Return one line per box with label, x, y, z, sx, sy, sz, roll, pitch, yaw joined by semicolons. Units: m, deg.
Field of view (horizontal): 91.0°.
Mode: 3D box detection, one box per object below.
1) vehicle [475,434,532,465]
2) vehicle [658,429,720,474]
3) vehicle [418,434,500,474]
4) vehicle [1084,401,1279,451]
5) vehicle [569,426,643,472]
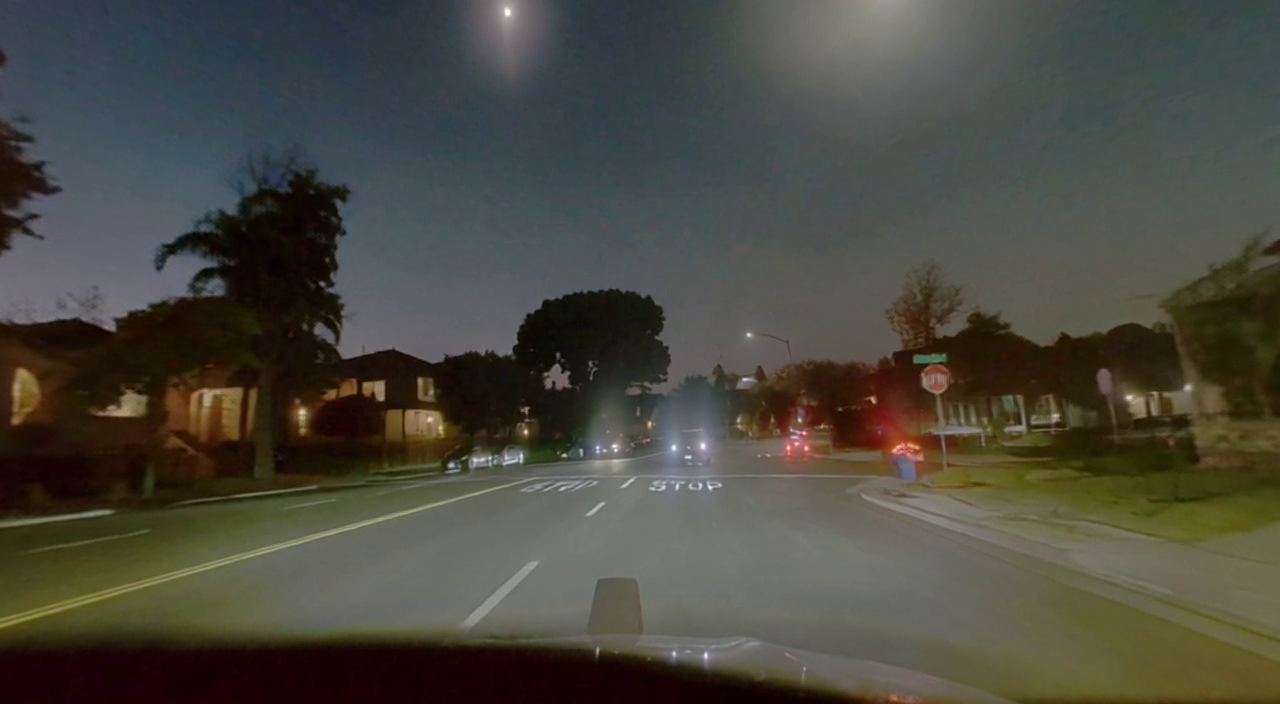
vehicle;-9.014;6.521;41.904;2.076;1.864;4.730;-4;-10;9
vehicle;1.893;3.627;23.098;1.955;1.459;4.383;-1;-9;8
vehicle;-10.276;5.819;36.242;2.191;1.980;5.888;-5;-9;9
vehicle;19.813;2.810;23.292;4.989;1.564;2.007;-3;-12;13
vehicle;-1.280;3.943;25.761;2.178;1.695;4.339;-1;-9;8
